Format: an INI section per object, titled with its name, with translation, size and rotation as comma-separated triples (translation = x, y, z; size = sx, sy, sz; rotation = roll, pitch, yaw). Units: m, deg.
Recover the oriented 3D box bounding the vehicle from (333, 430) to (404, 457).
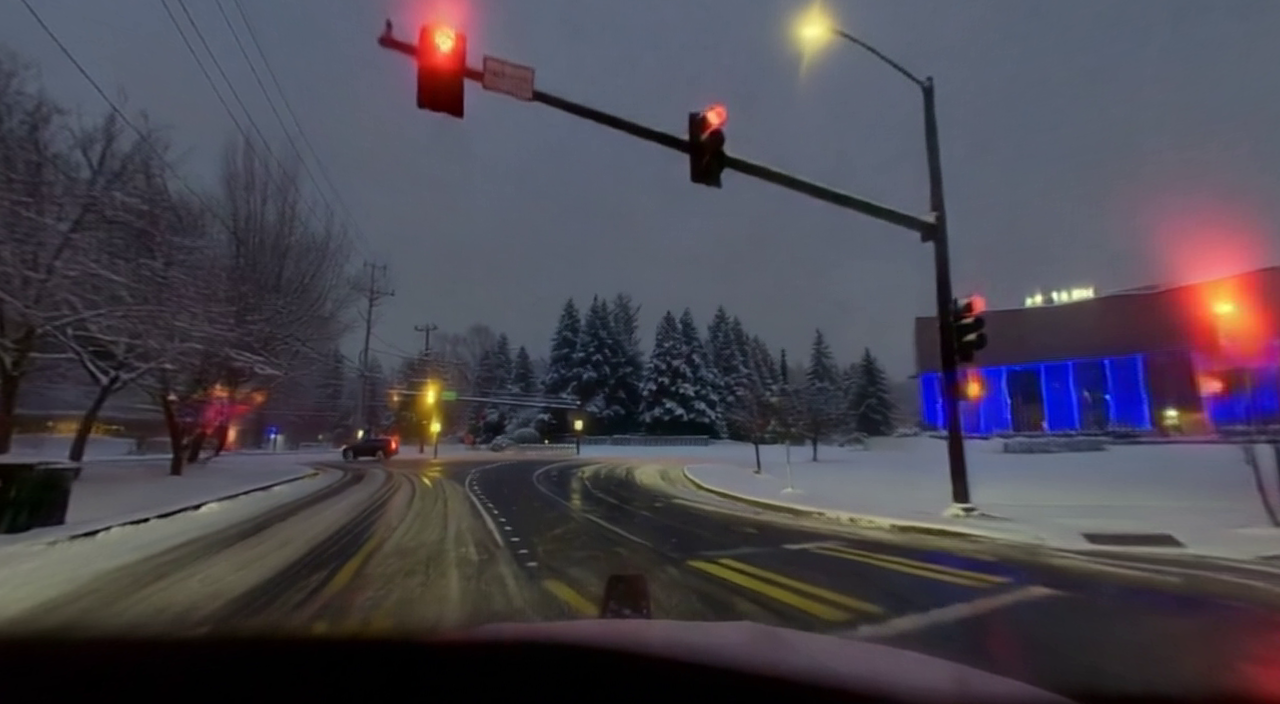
[vehicle]
translation = -20.592, 6.993, 47.728
size = 5.570, 1.923, 2.336
rotation = -6, -11, 35
